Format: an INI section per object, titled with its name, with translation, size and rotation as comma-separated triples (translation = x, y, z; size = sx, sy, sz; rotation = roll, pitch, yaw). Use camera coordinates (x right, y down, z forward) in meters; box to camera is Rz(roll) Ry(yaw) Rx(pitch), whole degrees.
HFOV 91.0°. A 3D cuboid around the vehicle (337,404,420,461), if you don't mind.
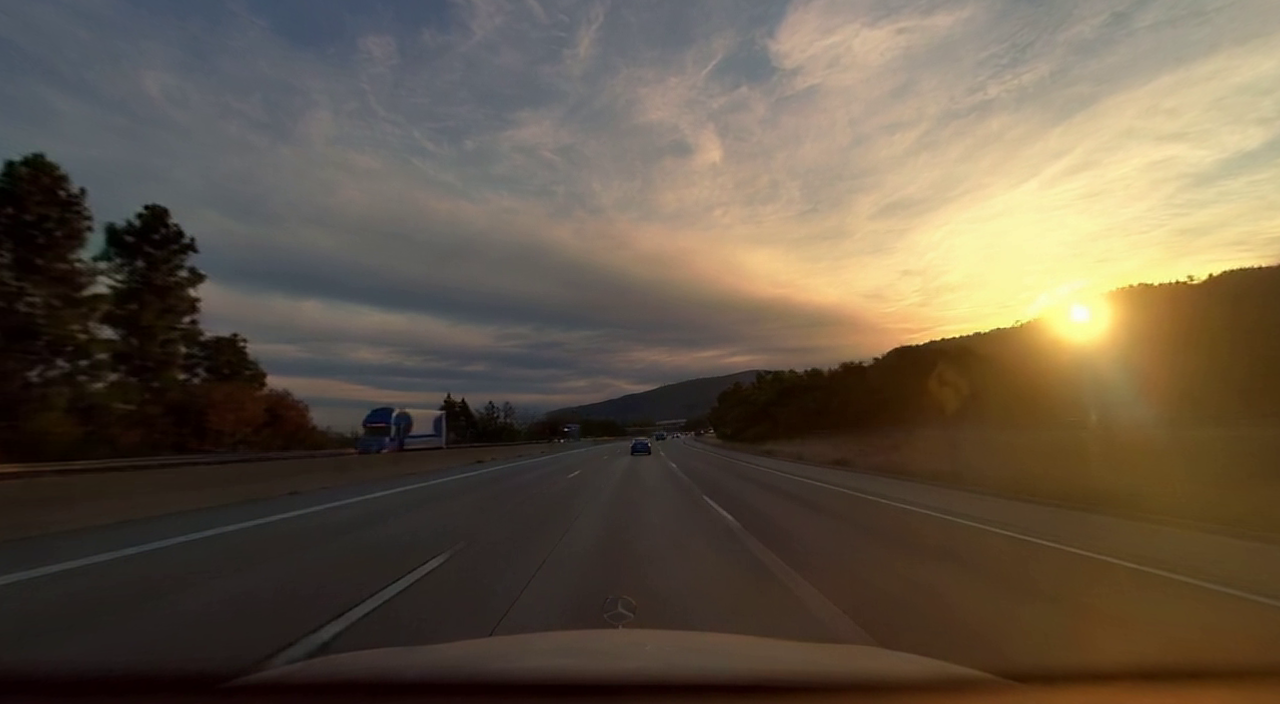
[vehicle]
translation = -17.636, 5.524, 42.952
size = 3.010, 3.617, 5.816
rotation = 0, -8, 1
